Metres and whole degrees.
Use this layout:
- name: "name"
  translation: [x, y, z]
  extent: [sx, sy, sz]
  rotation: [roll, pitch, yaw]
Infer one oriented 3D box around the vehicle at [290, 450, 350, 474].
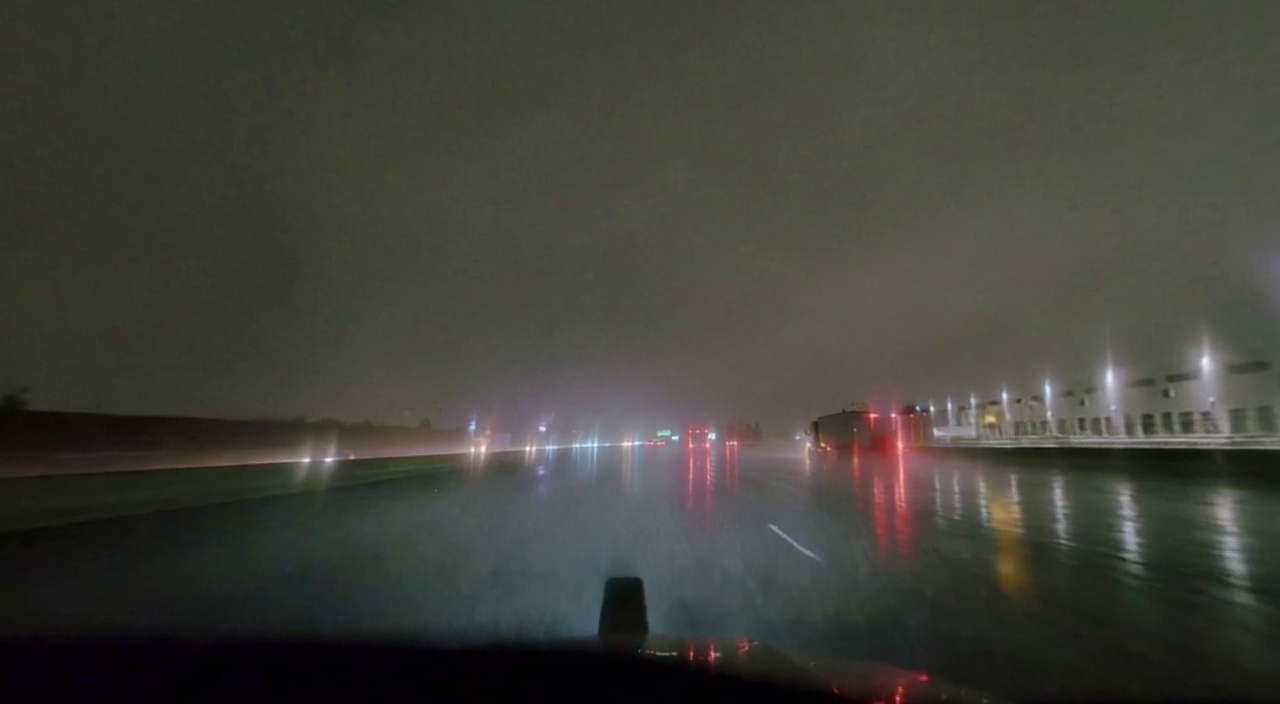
- name: "vehicle"
  translation: [-24.273, 8.314, 48.012]
  extent: [1.960, 1.684, 4.780]
  rotation: [0, -8, 1]
